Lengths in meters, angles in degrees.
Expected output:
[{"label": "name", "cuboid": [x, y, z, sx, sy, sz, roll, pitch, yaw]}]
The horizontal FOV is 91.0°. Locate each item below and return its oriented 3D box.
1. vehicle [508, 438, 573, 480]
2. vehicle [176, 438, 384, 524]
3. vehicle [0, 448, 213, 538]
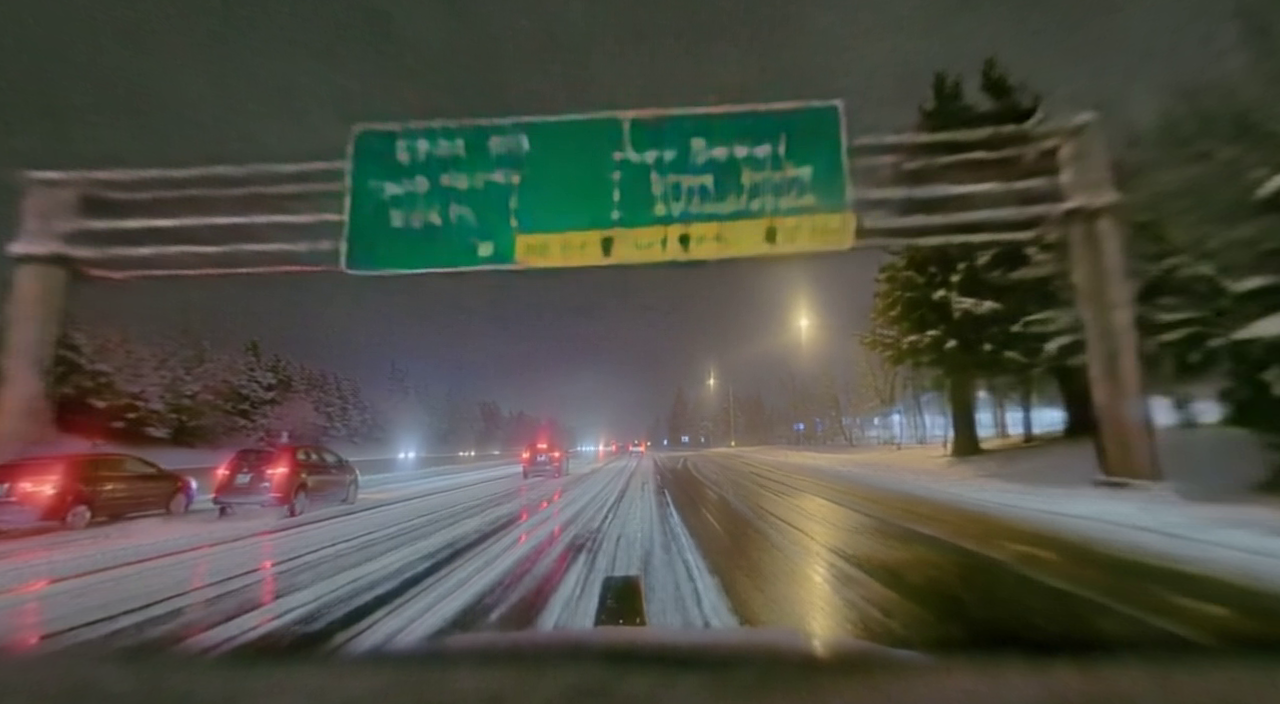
[{"label": "vehicle", "cuboid": [-4.360, 4.787, 28.358, 2.158, 1.717, 4.375, 0, -9, 1]}, {"label": "vehicle", "cuboid": [-7.979, 2.873, 14.627, 2.071, 1.661, 4.540, 0, -9, 1]}, {"label": "vehicle", "cuboid": [-11.848, 2.873, 13.571, 2.003, 1.595, 4.532, 0, -9, 1]}]
